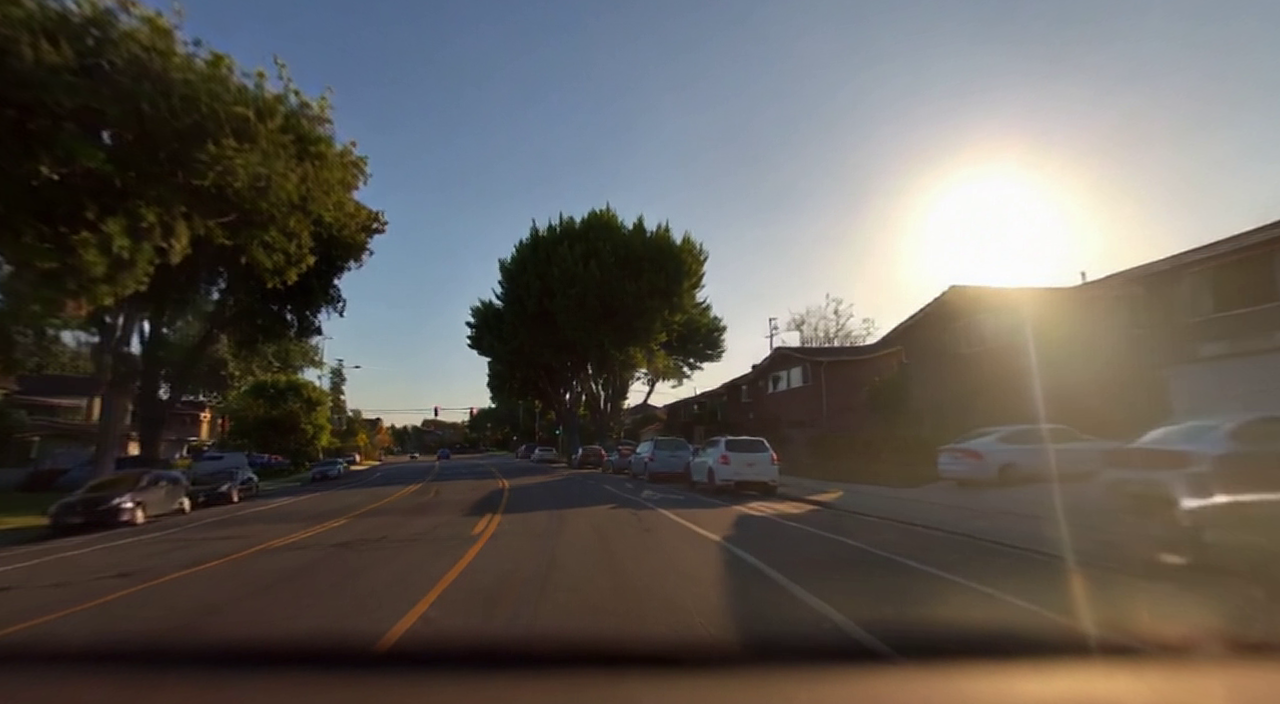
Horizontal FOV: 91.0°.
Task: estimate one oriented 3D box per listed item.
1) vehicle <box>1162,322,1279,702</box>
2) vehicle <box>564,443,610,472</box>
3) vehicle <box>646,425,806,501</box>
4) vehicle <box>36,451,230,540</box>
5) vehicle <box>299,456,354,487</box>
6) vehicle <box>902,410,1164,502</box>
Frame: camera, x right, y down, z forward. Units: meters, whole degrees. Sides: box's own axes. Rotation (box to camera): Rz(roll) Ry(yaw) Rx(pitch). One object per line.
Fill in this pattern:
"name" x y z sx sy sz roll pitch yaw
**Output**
"vehicle" 4.666 0.451 0.436 2.402 1.889 6.910 3 -9 -4
"vehicle" -3.635 7.014 42.248 2.348 1.804 5.207 2 -9 -13
"vehicle" 2.244 3.354 19.290 2.723 1.785 7.174 4 -10 -10
"vehicle" -13.376 3.719 17.032 1.992 1.677 4.499 -6 -7 -8
"vehicle" -19.060 7.236 38.403 1.932 1.468 4.305 -5 -7 -12
"vehicle" 9.017 2.398 14.703 4.724 1.585 2.123 -4 -9 -7
